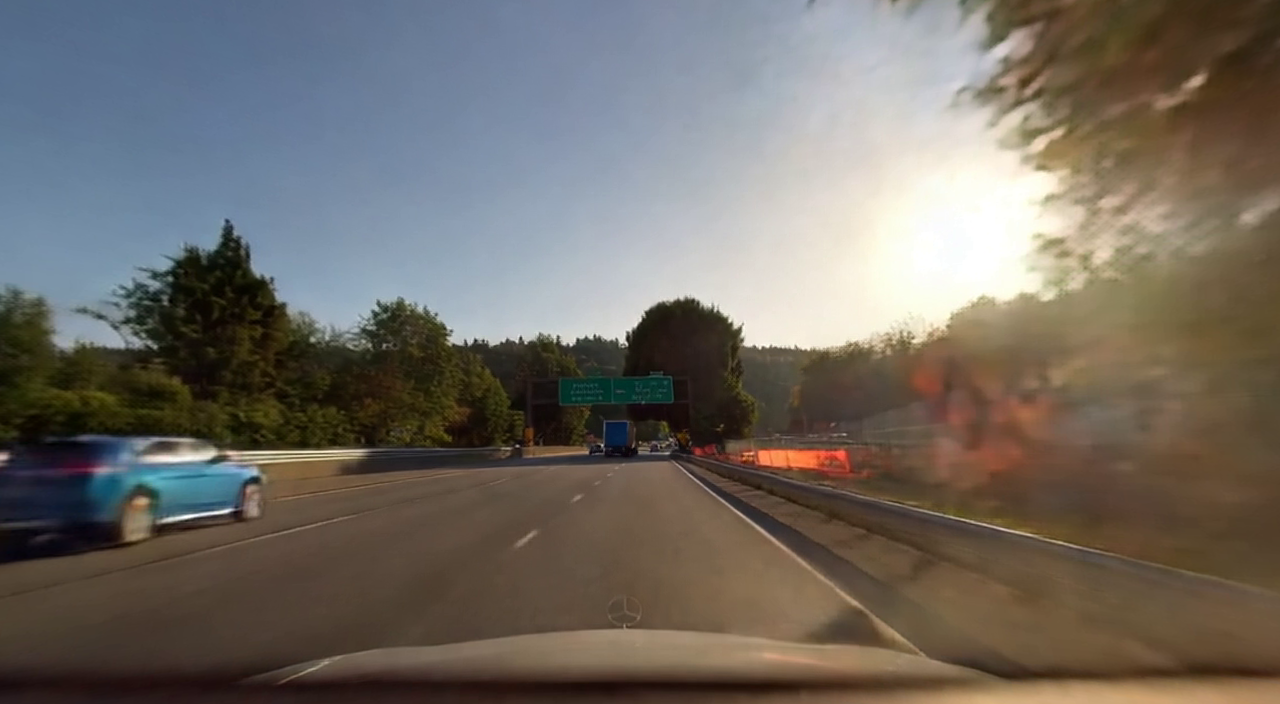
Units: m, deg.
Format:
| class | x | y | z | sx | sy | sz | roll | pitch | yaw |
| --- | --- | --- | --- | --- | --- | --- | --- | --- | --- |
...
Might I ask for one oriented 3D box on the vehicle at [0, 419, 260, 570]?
| class | x | y | z | sx | sy | sz | roll | pitch | yaw |
| --- | --- | --- | --- | --- | --- | --- | --- | --- | --- |
| vehicle | -7.451 | 1.820 | 8.661 | 1.893 | 1.566 | 4.051 | 0 | -9 | 0 |
